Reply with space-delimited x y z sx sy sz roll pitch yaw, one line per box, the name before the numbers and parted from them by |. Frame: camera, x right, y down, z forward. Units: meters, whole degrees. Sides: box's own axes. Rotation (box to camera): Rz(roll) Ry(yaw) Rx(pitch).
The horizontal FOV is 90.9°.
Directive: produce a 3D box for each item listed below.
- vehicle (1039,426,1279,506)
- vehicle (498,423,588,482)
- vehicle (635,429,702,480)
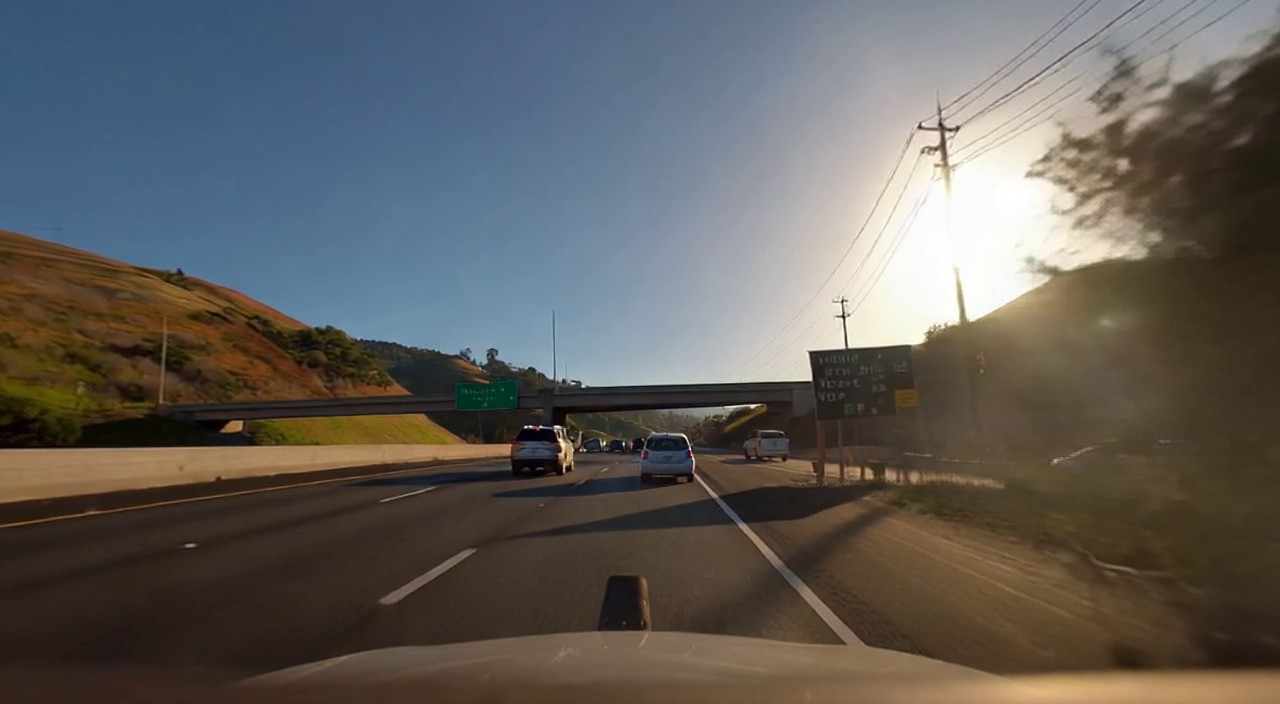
vehicle | 14.545 3.188 18.120 2.059 1.938 4.793 3 -9 -20
vehicle | -3.278 3.538 22.412 2.228 1.845 4.847 -1 -8 2
vehicle | 0.932 3.677 22.797 2.193 1.651 3.946 0 -8 0
